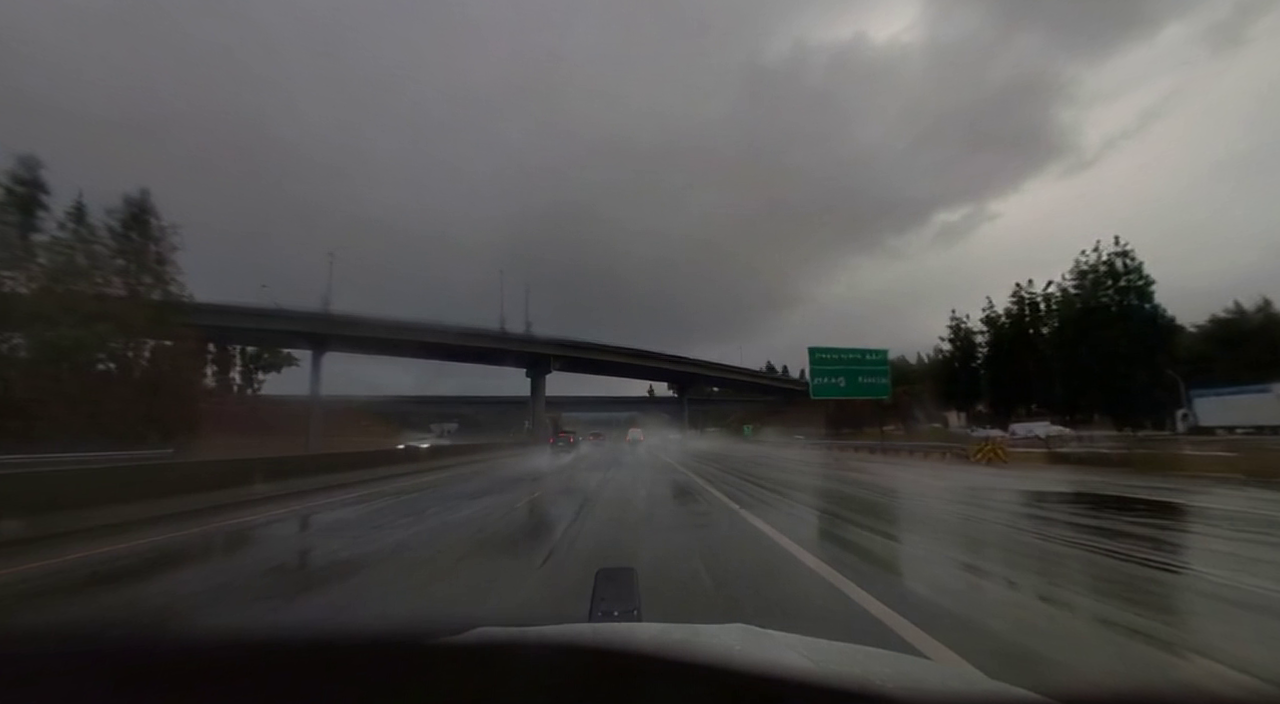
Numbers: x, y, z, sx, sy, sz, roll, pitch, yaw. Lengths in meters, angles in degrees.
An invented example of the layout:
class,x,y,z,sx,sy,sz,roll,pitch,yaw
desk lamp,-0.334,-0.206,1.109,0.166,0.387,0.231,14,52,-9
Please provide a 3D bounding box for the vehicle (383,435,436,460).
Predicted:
class,x,y,z,sx,sy,sz,roll,pitch,yaw
vehicle,-13.758,5.706,37.785,1.769,1.427,3.692,0,-8,0

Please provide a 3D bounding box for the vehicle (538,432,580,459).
class,x,y,z,sx,sy,sz,roll,pitch,yaw
vehicle,-4.696,5.484,37.108,1.933,1.473,4.023,0,-8,0
